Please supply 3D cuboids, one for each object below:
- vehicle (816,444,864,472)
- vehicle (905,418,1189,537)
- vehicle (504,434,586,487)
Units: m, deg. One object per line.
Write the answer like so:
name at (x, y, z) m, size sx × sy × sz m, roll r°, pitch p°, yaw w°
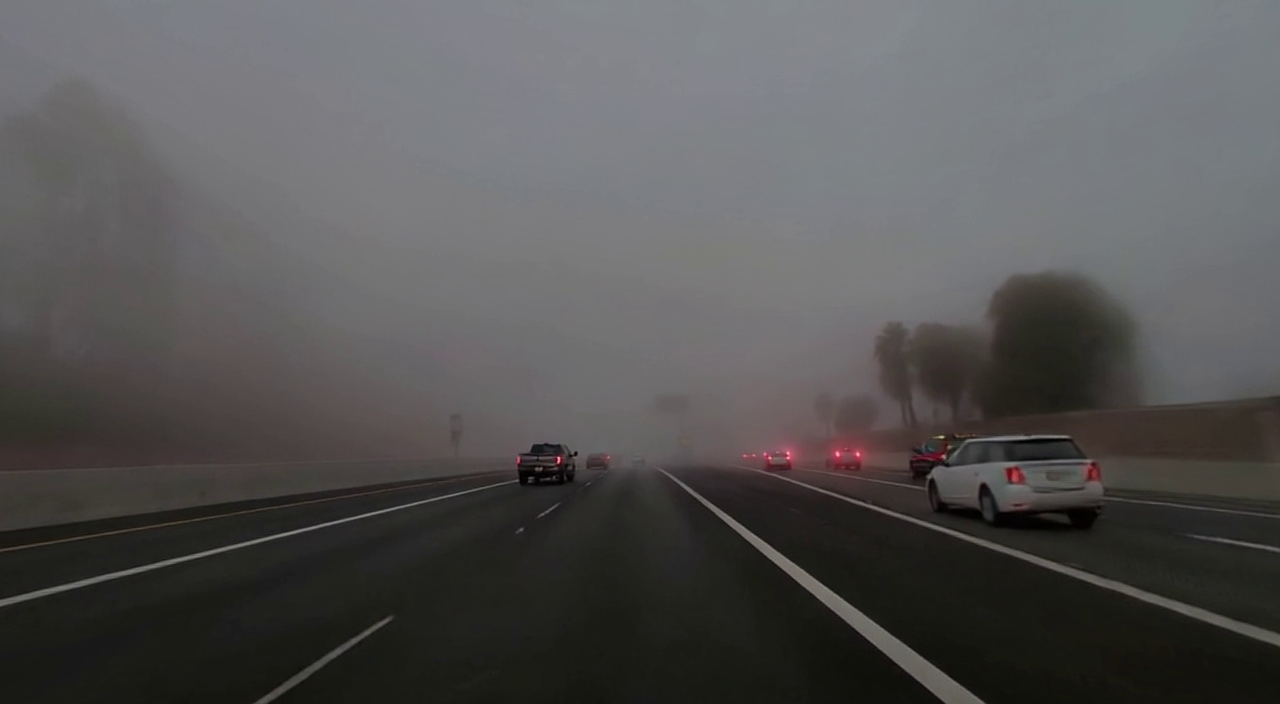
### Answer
vehicle at (13.623, 7.239, 43.201) m, size 1.991 × 1.755 × 4.836 m, roll -1°, pitch -9°, yaw 3°
vehicle at (7.320, 2.328, 12.305) m, size 2.303 × 1.791 × 5.247 m, roll -1°, pitch -9°, yaw 4°
vehicle at (-3.791, 4.503, 26.391) m, size 2.420 × 1.937 × 5.916 m, roll 0°, pitch -9°, yaw 1°
